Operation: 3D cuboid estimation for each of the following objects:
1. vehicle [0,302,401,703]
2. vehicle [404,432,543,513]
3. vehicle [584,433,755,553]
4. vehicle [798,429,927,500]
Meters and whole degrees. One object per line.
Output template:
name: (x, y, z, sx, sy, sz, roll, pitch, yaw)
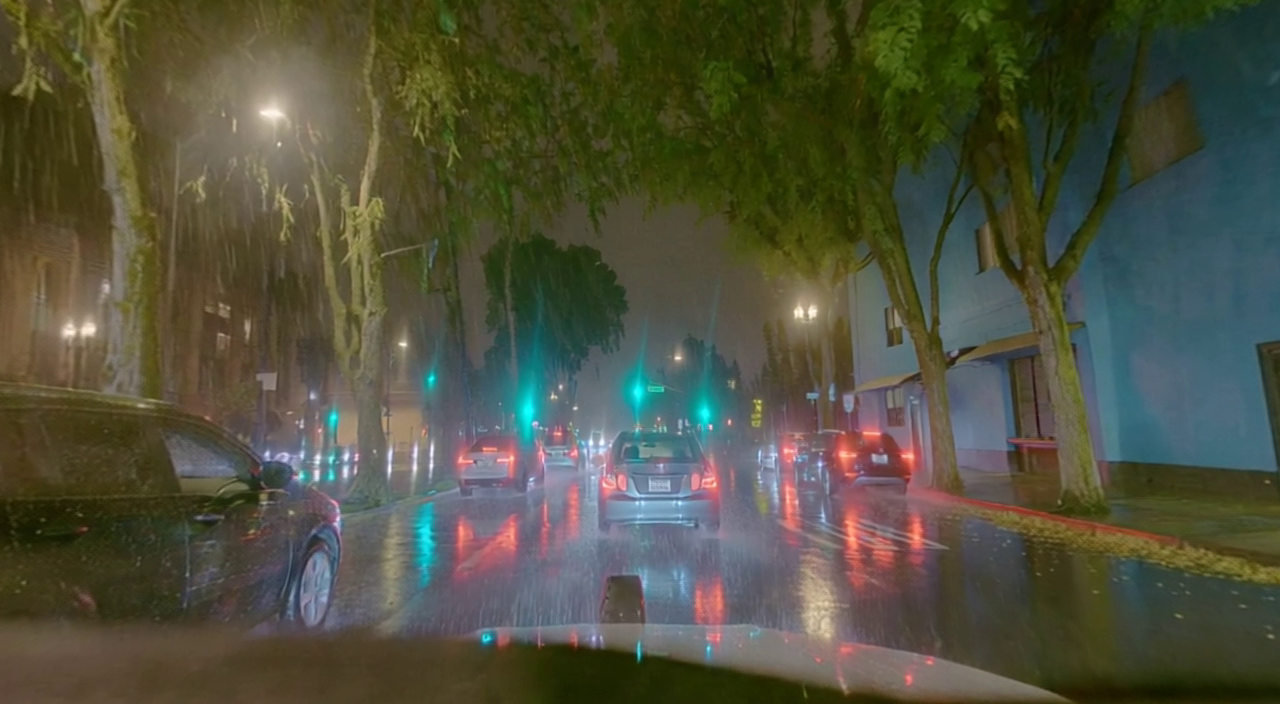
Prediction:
vehicle: (-3.269, 0.930, 3.394, 2.152, 1.802, 4.628, 0, -9, 0)
vehicle: (-3.511, 2.627, 14.297, 1.901, 1.522, 4.556, 0, -9, 0)
vehicle: (0.273, 2.017, 9.722, 2.095, 1.438, 3.843, 0, -9, -3)
vehicle: (6.339, 3.253, 18.684, 2.025, 1.808, 4.579, 0, -9, -2)
